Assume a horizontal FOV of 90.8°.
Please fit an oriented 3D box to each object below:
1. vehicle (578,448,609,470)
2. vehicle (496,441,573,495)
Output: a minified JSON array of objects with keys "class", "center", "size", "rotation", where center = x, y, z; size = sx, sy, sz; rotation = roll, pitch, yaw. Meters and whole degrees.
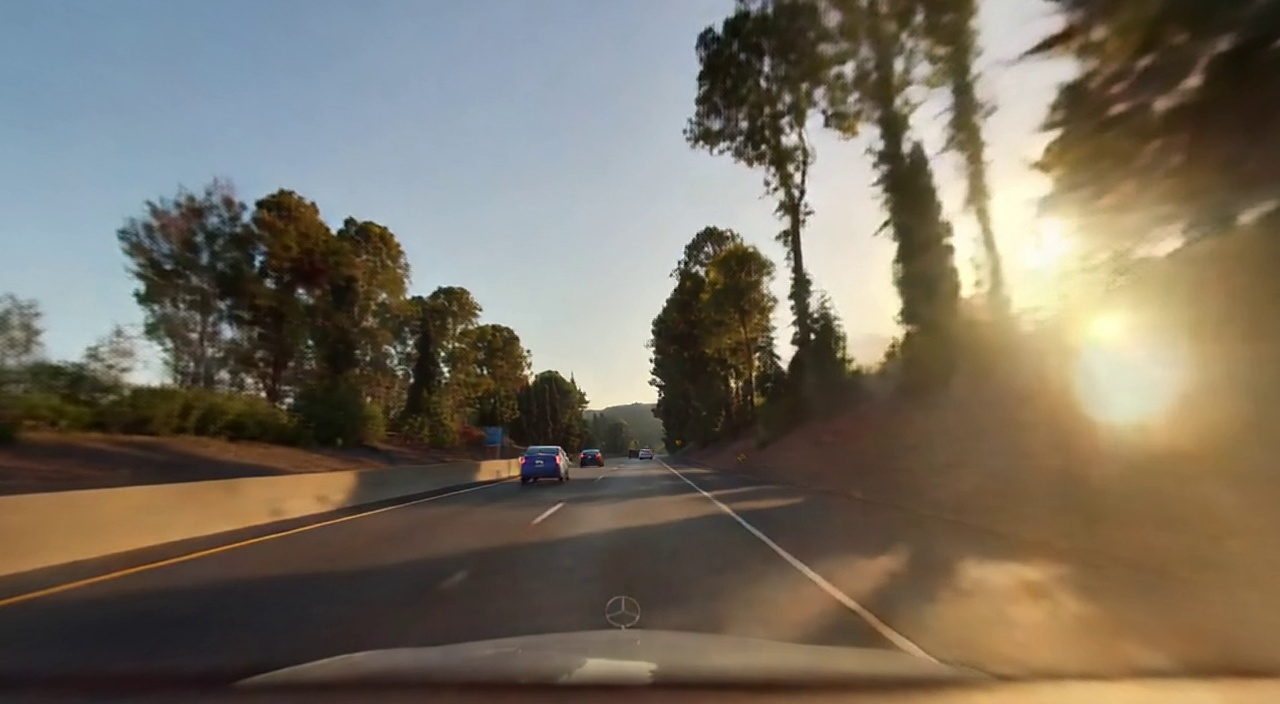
[{"class":"vehicle","center":[-3.473,8.130,47.997],"size":[1.996,1.565,4.159],"rotation":[0,-9,1]},{"class":"vehicle","center":[-3.425,3.865,21.325],"size":[1.846,1.600,4.108],"rotation":[0,-9,1]}]
